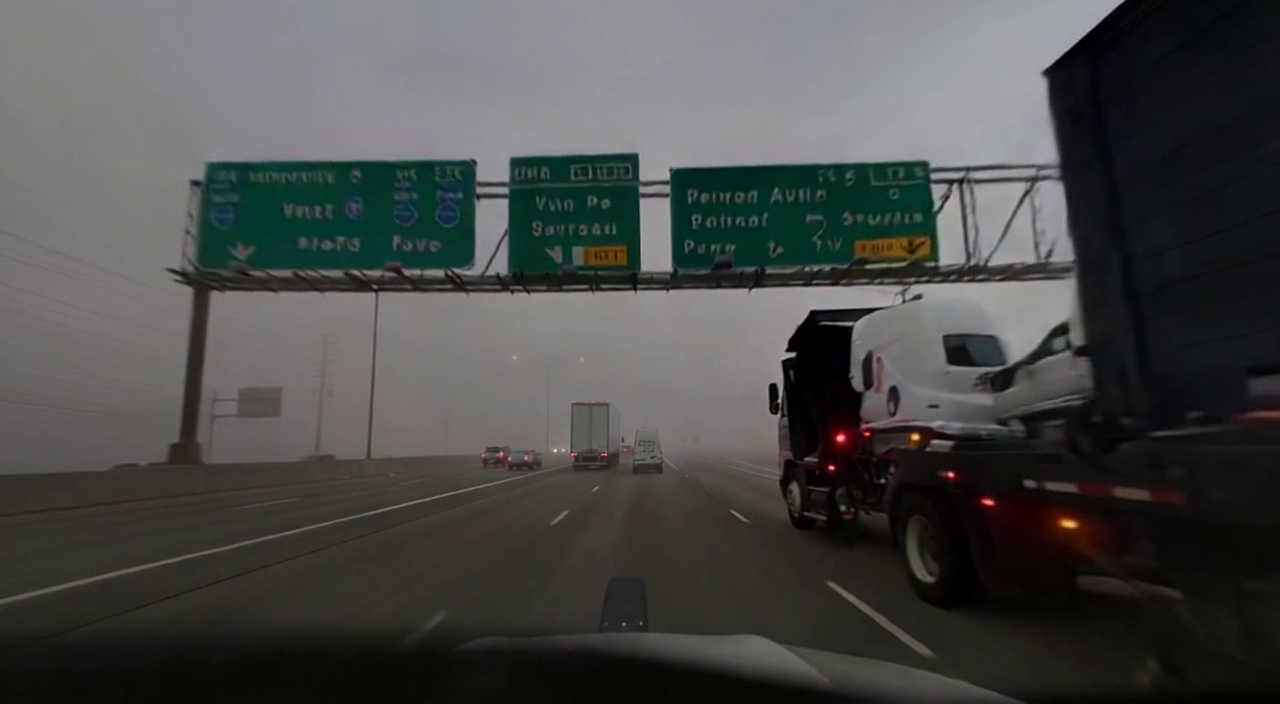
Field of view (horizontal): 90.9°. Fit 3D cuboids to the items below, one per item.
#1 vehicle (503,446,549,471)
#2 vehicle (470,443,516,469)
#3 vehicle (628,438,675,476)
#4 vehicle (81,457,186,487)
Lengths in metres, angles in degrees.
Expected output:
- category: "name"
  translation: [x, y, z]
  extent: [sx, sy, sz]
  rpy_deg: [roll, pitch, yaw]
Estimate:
- category: "vehicle"
  translation: [-6.980, 6.541, 39.017]
  extent: [1.945, 1.482, 4.109]
  rpy_deg: [0, -8, 1]
- category: "vehicle"
  translation: [-10.101, 7.165, 43.650]
  extent: [1.997, 1.692, 4.294]
  rpy_deg: [0, -8, 1]
- category: "vehicle"
  translation: [0.599, 5.482, 33.243]
  extent: [2.279, 1.837, 4.747]
  rpy_deg: [0, -8, 1]
- category: "vehicle"
  translation: [-29.999, 7.112, 37.634]
  extent: [1.907, 1.547, 5.225]
  rpy_deg: [0, -8, 1]
